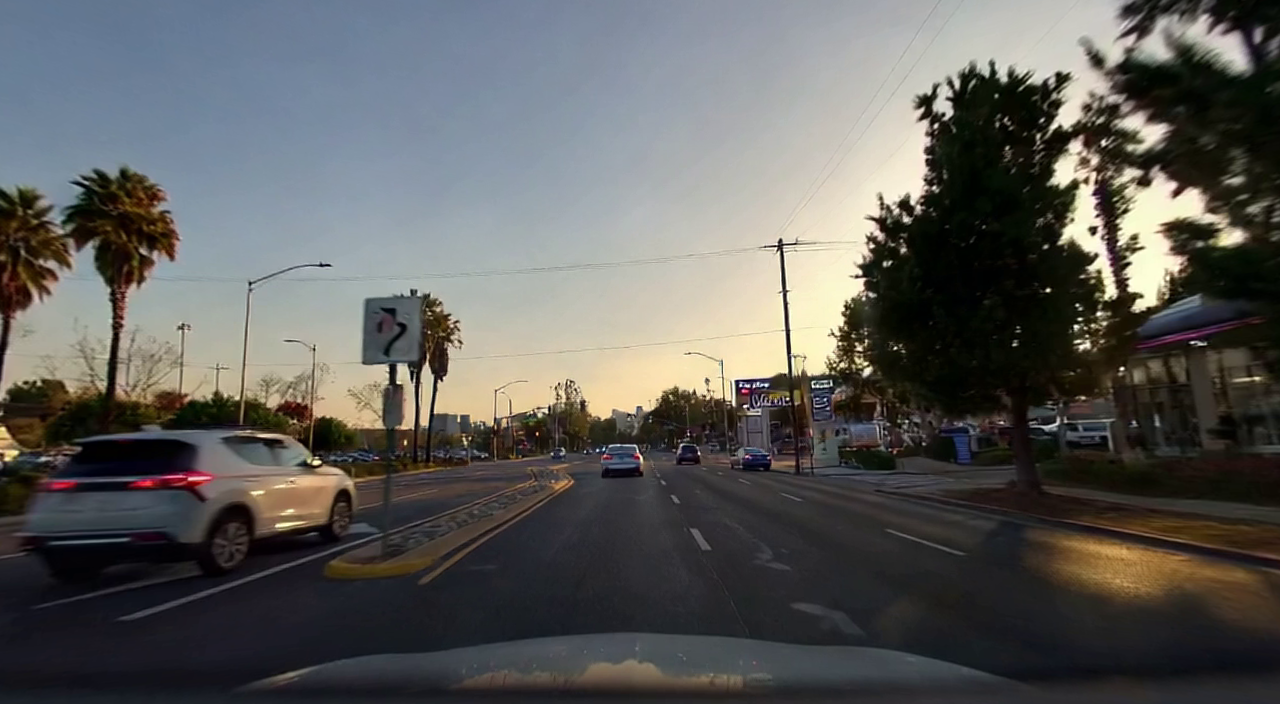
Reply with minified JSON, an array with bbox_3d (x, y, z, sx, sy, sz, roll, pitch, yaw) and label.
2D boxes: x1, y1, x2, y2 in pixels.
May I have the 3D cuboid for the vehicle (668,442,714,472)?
[{"bbox_3d":[2.727,5.708,34.594,2.060,1.471,4.168,0,-9,-1],"label":"vehicle"}]

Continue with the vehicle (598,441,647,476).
[{"bbox_3d":[-0.810,4.947,29.662,2.160,1.508,4.319,0,-9,-1],"label":"vehicle"}]

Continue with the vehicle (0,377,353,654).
[{"bbox_3d":[-5.274,1.488,6.829,2.158,1.820,5.284,-1,-8,-3],"label":"vehicle"}]

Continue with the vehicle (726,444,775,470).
[{"bbox_3d":[6.614,6.359,38.473,1.922,1.461,4.868,0,-9,-2],"label":"vehicle"}]
